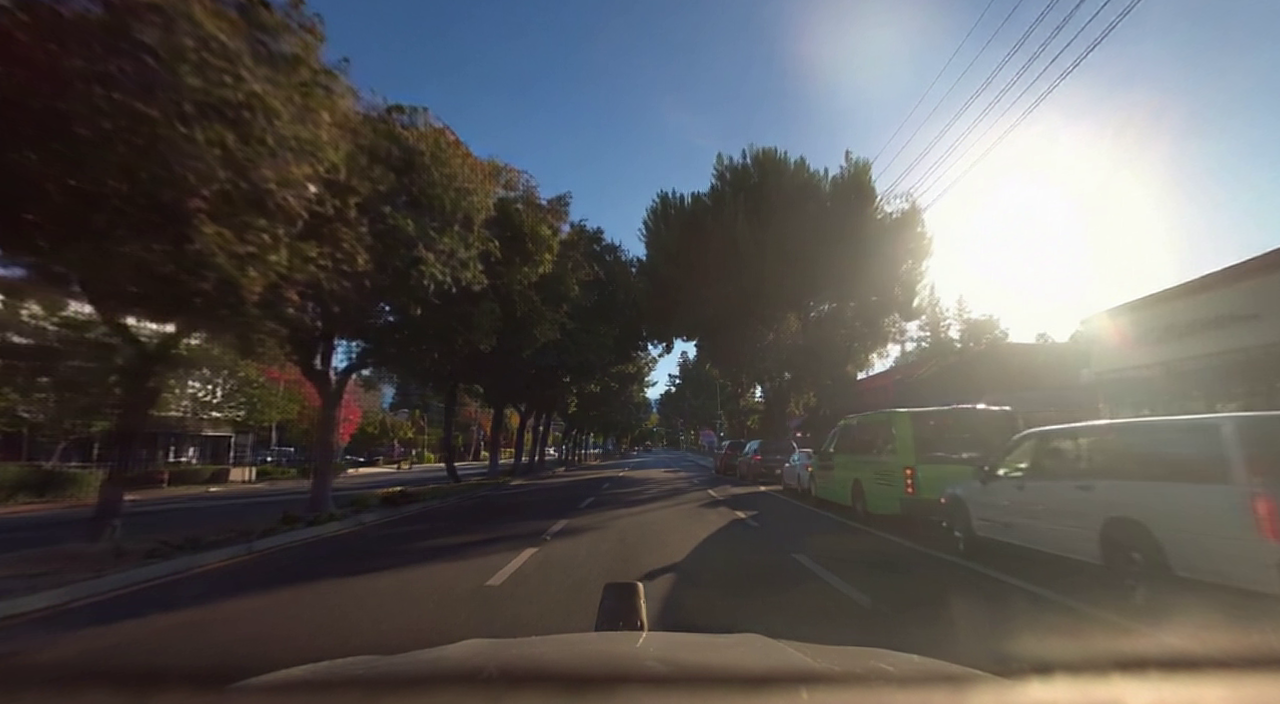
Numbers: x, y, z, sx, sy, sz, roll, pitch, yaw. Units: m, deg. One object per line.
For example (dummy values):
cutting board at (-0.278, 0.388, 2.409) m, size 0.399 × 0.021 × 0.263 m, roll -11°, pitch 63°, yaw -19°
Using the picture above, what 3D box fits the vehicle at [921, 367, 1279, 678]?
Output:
vehicle at (4.818, 1.292, 5.855) m, size 2.304 × 1.760 × 4.630 m, roll 0°, pitch -8°, yaw 1°
